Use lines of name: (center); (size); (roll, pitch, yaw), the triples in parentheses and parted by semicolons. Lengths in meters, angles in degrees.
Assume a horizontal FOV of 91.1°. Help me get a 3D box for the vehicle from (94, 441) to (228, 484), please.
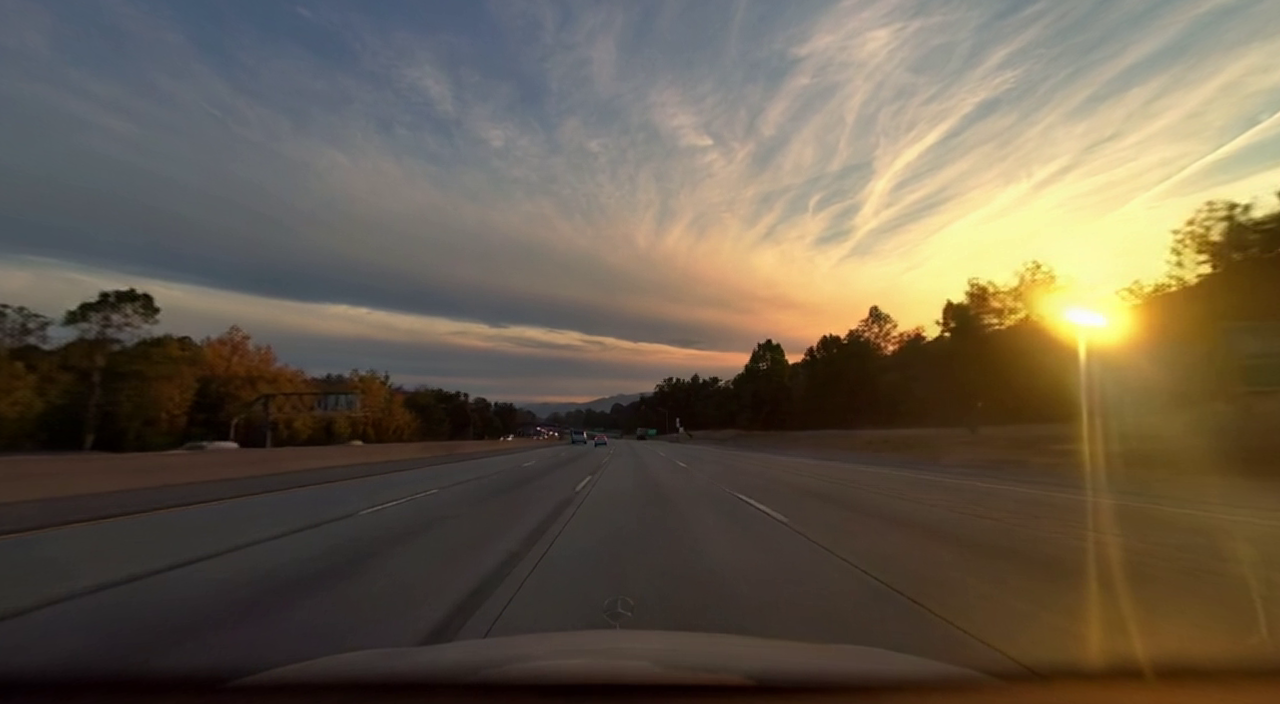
vehicle: (-19.146, 4.413, 25.467); (1.874, 1.524, 4.574); (0, -8, -1)
